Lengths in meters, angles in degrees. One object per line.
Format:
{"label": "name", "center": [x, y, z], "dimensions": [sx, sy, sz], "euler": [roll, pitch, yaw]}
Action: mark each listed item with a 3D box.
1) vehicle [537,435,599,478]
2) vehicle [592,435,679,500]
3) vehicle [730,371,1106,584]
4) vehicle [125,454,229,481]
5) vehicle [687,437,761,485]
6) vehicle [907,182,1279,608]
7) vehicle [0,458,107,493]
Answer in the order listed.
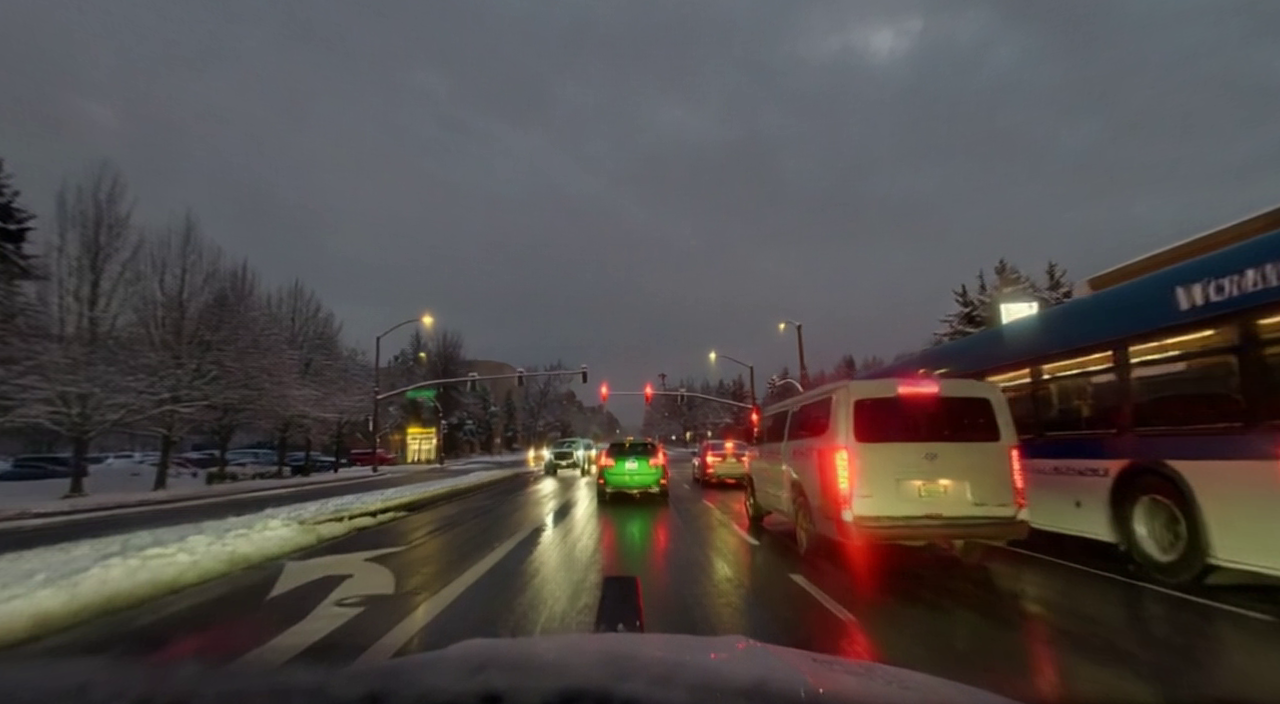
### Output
{"label": "vehicle", "center": [-3.059, 4.557, 27.685], "dimensions": [2.180, 1.708, 4.397], "euler": [0, -9, 0]}
{"label": "vehicle", "center": [-0.136, 3.028, 16.920], "dimensions": [2.071, 1.525, 3.723], "euler": [0, -9, -1]}
{"label": "vehicle", "center": [2.988, 1.591, 8.862], "dimensions": [2.490, 1.951, 5.931], "euler": [0, -9, -1]}
{"label": "vehicle", "center": [-27.766, 6.937, 38.098], "dimensions": [4.800, 1.461, 1.831], "euler": [5, -10, -31]}
{"label": "vehicle", "center": [2.808, 3.770, 22.139], "dimensions": [1.922, 1.508, 4.330], "euler": [0, -9, -1]}
{"label": "vehicle", "center": [6.466, 0.664, 7.173], "dimensions": [2.879, 3.318, 8.881], "euler": [0, -9, 0]}
{"label": "vehicle", "center": [-28.223, 5.731, 29.344], "dimensions": [4.881, 1.458, 1.914], "euler": [4, -10, -27]}
